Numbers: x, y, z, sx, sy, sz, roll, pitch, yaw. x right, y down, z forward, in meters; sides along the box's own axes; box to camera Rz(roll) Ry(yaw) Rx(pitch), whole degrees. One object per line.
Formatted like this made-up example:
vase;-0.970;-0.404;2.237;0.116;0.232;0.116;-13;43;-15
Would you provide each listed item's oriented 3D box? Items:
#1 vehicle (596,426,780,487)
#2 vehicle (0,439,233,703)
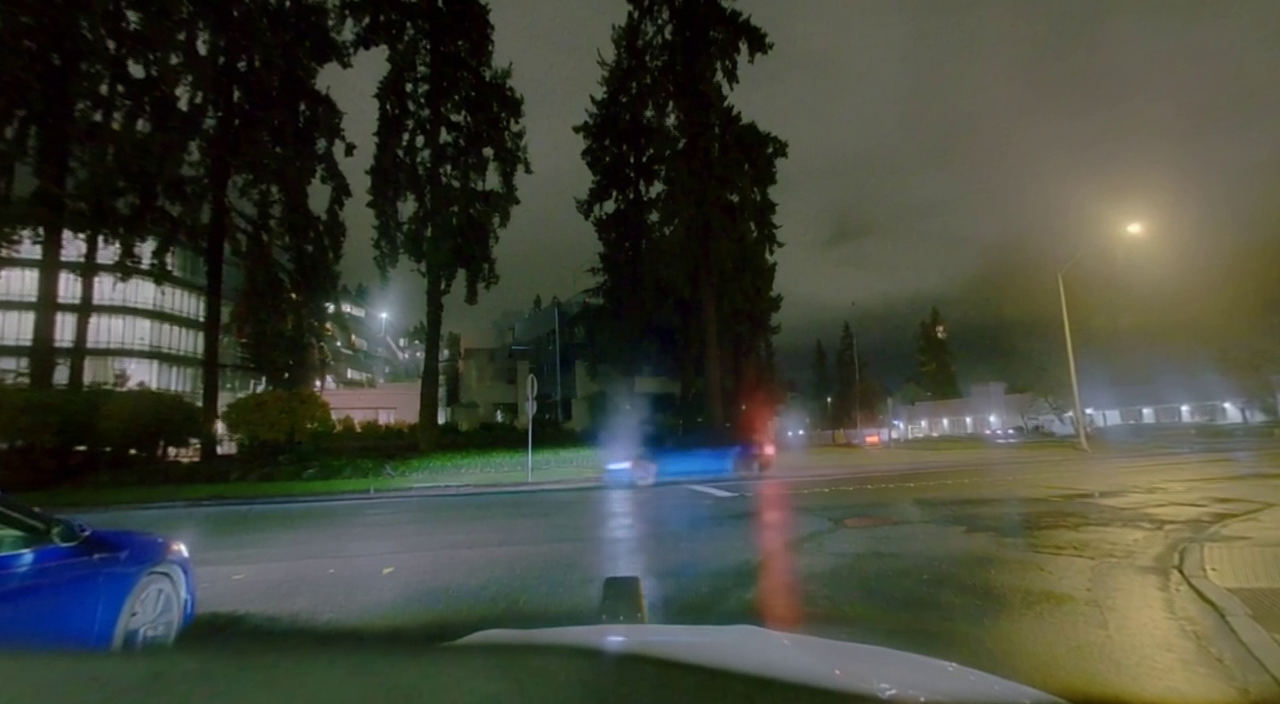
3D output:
vehicle;1.252;2.897;17.773;4.788;1.548;1.965;1;-9;-11
vehicle;-3.327;0.937;1.638;2.069;1.413;5.006;1;-9;-11
